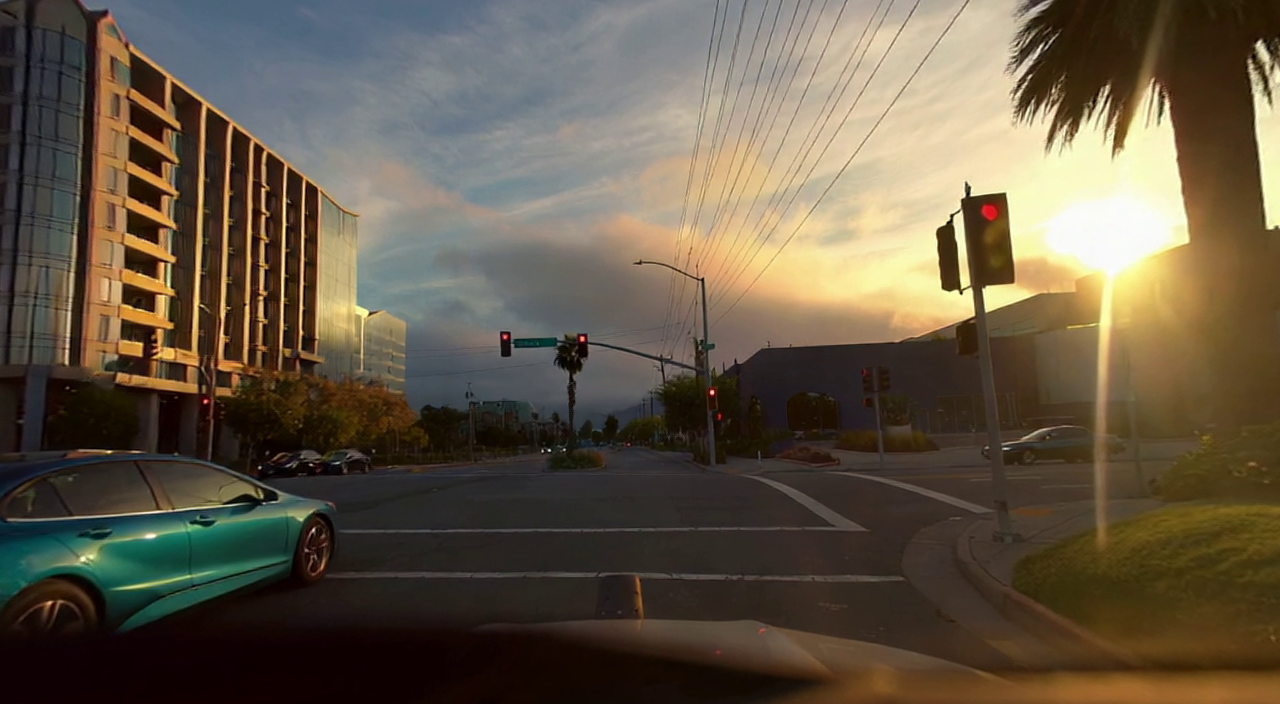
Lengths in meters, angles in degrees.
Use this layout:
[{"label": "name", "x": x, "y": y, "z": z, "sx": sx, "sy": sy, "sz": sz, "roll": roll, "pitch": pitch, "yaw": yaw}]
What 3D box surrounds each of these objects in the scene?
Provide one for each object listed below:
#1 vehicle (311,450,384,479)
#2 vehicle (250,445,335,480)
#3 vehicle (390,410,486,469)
[{"label": "vehicle", "x": -15.357, "y": 5.923, "z": 33.305, "sx": 1.875, "sy": 1.389, "sz": 3.784, "roll": 0, "pitch": -9, "yaw": 3}, {"label": "vehicle", "x": -19.081, "y": 6.059, "z": 34.844, "sx": 2.017, "sy": 1.739, "sz": 4.569, "roll": 0, "pitch": -9, "yaw": 1}, {"label": "vehicle", "x": -14.991, "y": 6.757, "z": 48.035, "sx": 3.014, "sy": 3.949, "sz": 11.279, "roll": 0, "pitch": -9, "yaw": 3}]
